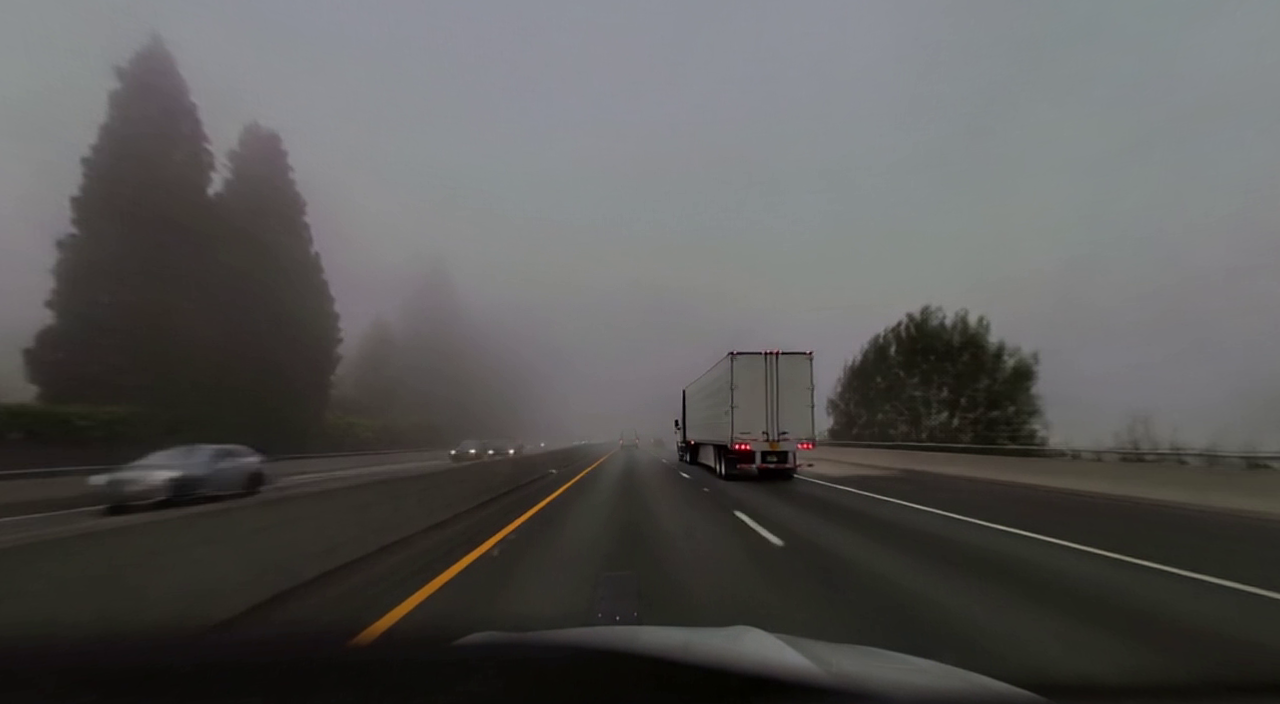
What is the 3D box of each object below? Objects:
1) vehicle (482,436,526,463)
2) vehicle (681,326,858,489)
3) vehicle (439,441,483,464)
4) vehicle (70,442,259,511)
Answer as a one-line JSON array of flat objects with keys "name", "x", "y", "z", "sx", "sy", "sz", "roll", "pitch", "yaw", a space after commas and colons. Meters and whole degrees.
[{"name": "vehicle", "x": -8.346, "y": 6.027, "z": 39.016, "sx": 1.930, "sy": 1.542, "sz": 3.943, "roll": 1, "pitch": -7, "yaw": -1}, {"name": "vehicle", "x": 3.579, "y": 2.256, "z": 22.292, "sx": 3.038, "sy": 3.975, "sz": 13.887, "roll": 0, "pitch": -8, "yaw": -1}, {"name": "vehicle", "x": -12.696, "y": 7.120, "z": 44.915, "sx": 1.848, "sy": 1.532, "sz": 4.400, "roll": 0, "pitch": -8, "yaw": 0}, {"name": "vehicle", "x": -12.863, "y": 3.341, "z": 17.478, "sx": 1.929, "sy": 1.605, "sz": 4.299, "roll": 0, "pitch": -8, "yaw": -1}]
